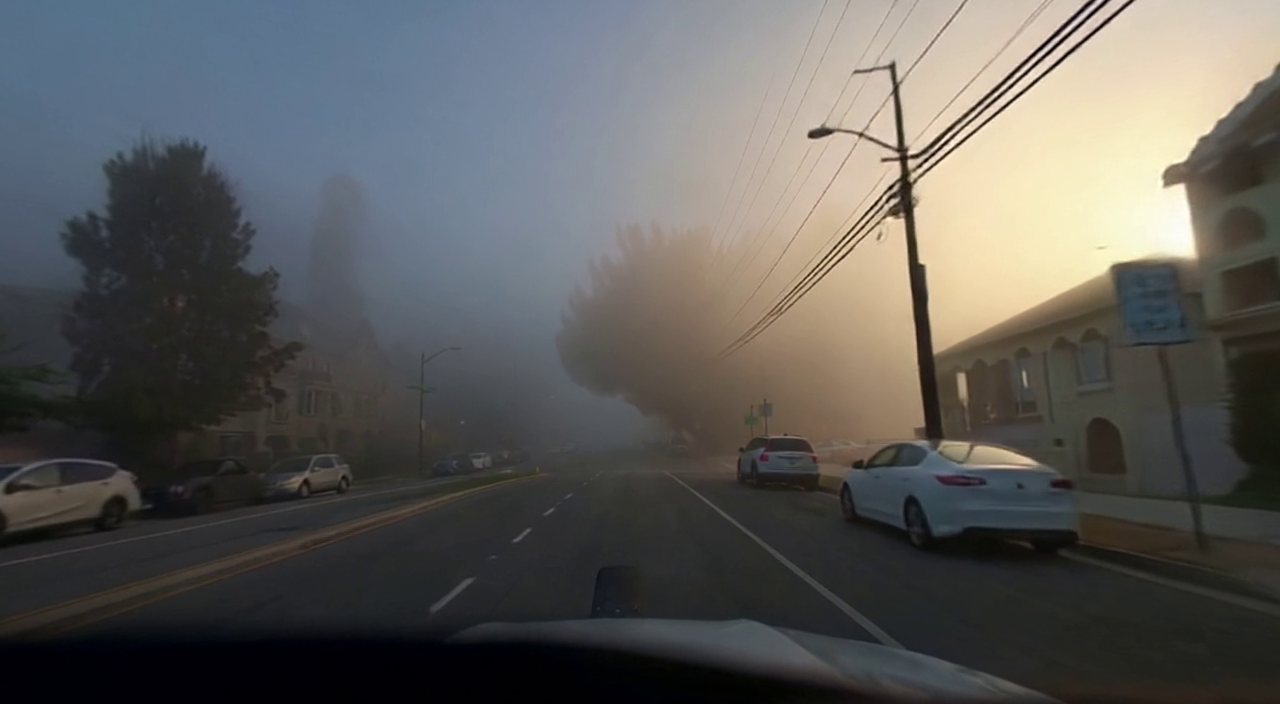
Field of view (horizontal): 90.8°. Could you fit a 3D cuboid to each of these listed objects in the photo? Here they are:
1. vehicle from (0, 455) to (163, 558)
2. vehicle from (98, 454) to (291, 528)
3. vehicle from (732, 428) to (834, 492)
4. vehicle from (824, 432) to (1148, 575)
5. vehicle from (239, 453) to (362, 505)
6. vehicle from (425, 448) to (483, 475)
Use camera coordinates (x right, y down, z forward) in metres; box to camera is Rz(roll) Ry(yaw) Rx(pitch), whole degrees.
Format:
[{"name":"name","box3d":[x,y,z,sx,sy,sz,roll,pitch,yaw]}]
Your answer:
[{"name":"vehicle","box3d":[-10.978,2.595,10.901,1.955,1.522,4.759,0,-8,-3]},{"name":"vehicle","box3d":[-11.013,3.406,16.131,1.804,1.513,4.450,0,-8,-2]},{"name":"vehicle","box3d":[4.403,3.403,20.204,2.126,1.802,4.259,0,-8,-2]},{"name":"vehicle","box3d":[4.275,1.913,8.883,1.989,1.471,4.460,0,-8,-1]},{"name":"vehicle","box3d":[-11.209,4.190,21.250,1.778,1.470,4.217,0,-8,0]},{"name":"vehicle","box3d":[-11.416,6.740,39.081,1.970,1.523,4.702,0,-8,2]}]
